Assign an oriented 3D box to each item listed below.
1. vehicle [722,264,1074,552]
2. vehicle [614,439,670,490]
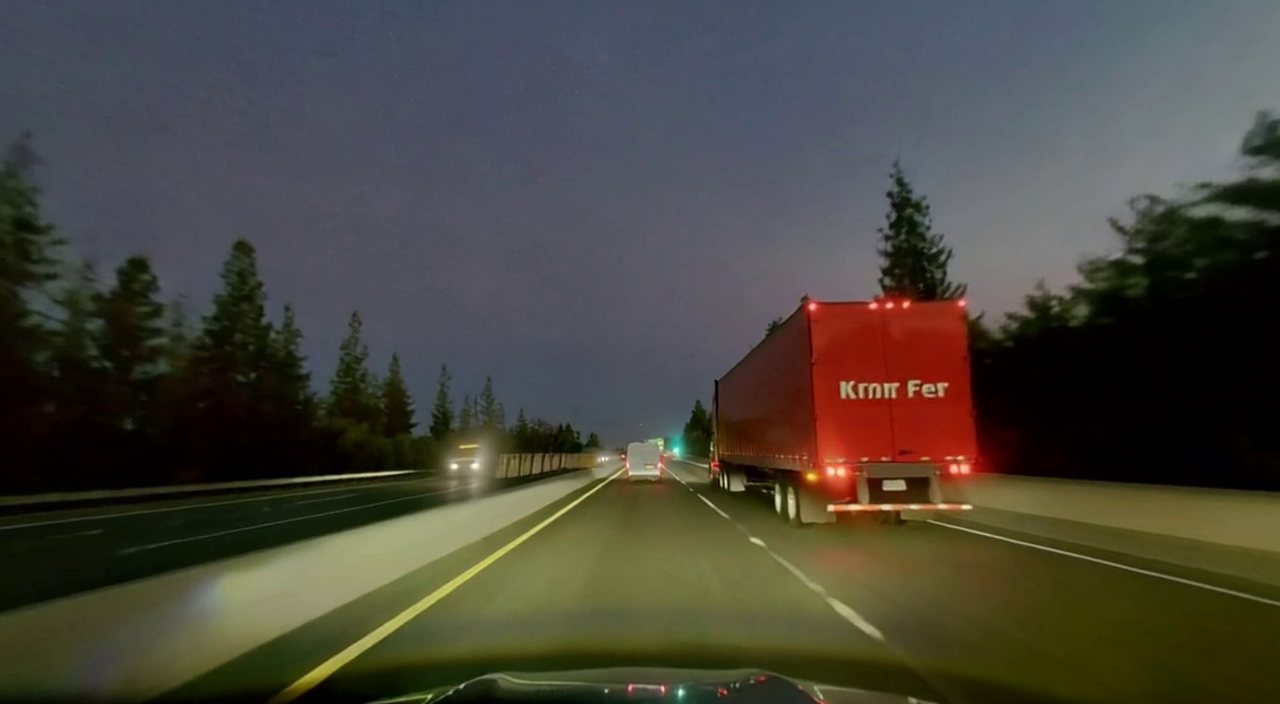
[{"bbox_3d":[4.318,1.701,15.032,3.030,3.985,12.707,0,-9,0],"label":"vehicle"},{"bbox_3d":[0.090,4.515,25.572,2.105,1.865,4.102,0,-9,0],"label":"vehicle"}]
